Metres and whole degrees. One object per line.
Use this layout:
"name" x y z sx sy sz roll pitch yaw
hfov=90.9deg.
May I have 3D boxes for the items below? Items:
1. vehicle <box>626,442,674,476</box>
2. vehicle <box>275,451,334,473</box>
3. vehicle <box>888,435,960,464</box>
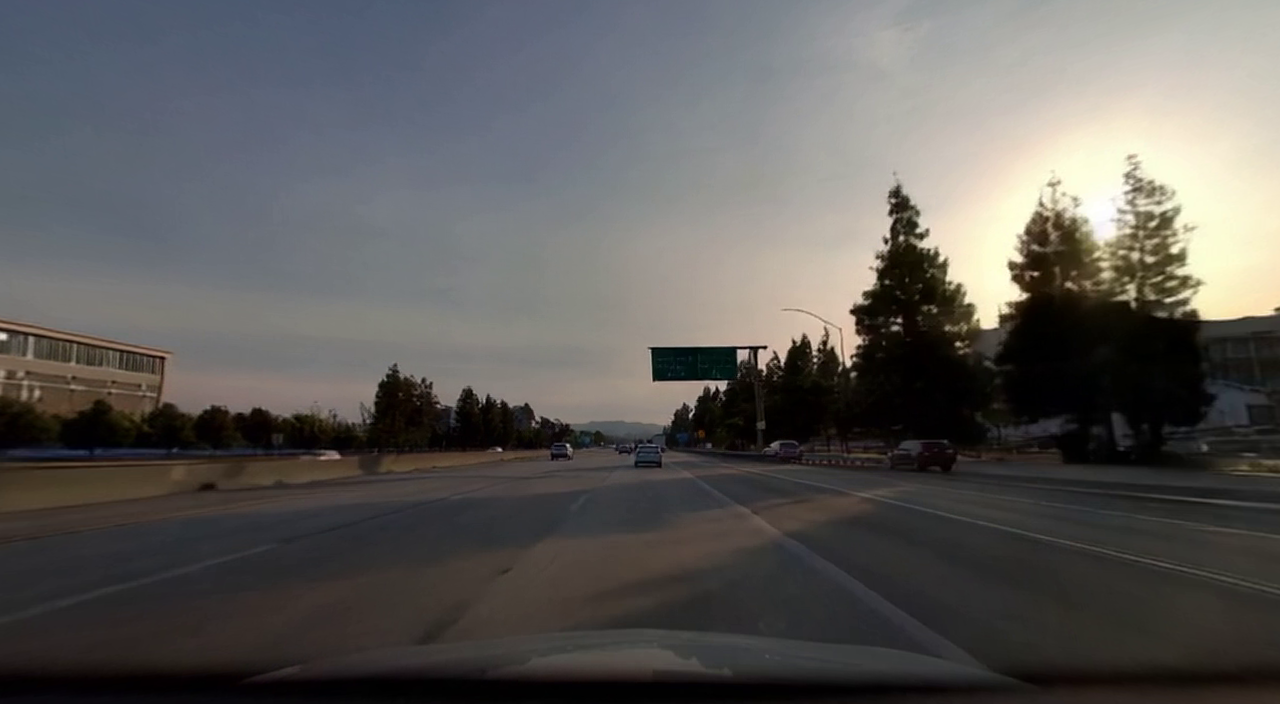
"vehicle" 0.401 5.020 29.853 2.112 1.482 4.082 0 -8 -1
"vehicle" -25.007 8.187 47.198 1.828 1.466 4.519 0 -8 1
"vehicle" 20.602 7.082 46.061 2.304 1.951 5.719 0 -8 -4
